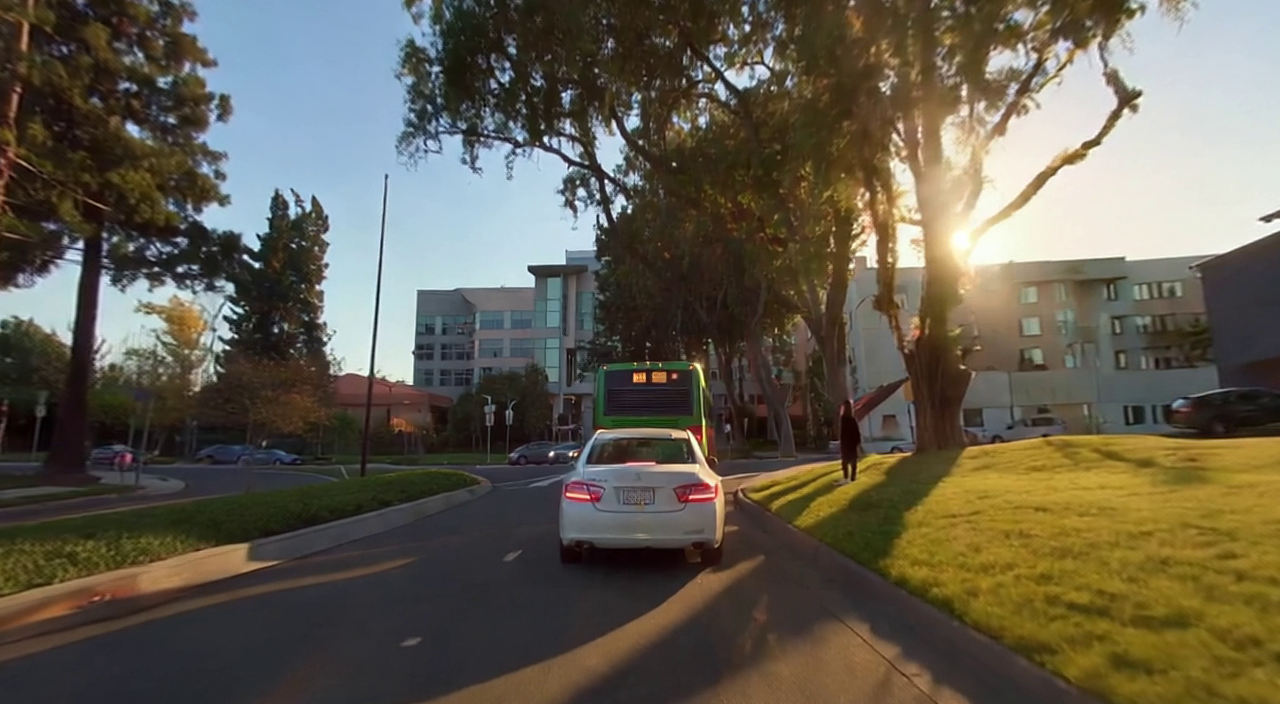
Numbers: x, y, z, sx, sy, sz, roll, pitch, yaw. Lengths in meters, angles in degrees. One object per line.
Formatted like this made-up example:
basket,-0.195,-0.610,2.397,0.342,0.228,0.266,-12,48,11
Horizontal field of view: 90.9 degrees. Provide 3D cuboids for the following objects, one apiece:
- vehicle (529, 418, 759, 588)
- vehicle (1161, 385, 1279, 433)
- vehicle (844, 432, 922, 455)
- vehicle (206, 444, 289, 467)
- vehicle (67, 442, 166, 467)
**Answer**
vehicle,0.060,1.624,7.581,2.020,1.478,3.922,0,-8,1
vehicle,20.730,1.979,21.301,1.781,1.458,4.359,3,-9,-23
vehicle,15.755,5.939,40.827,4.422,1.457,1.882,-5,-10,29
vehicle,-25.949,6.869,41.842,4.403,1.422,1.697,4,-9,-26
vehicle,-32.054,6.280,38.723,4.473,1.442,1.743,7,-11,-38
